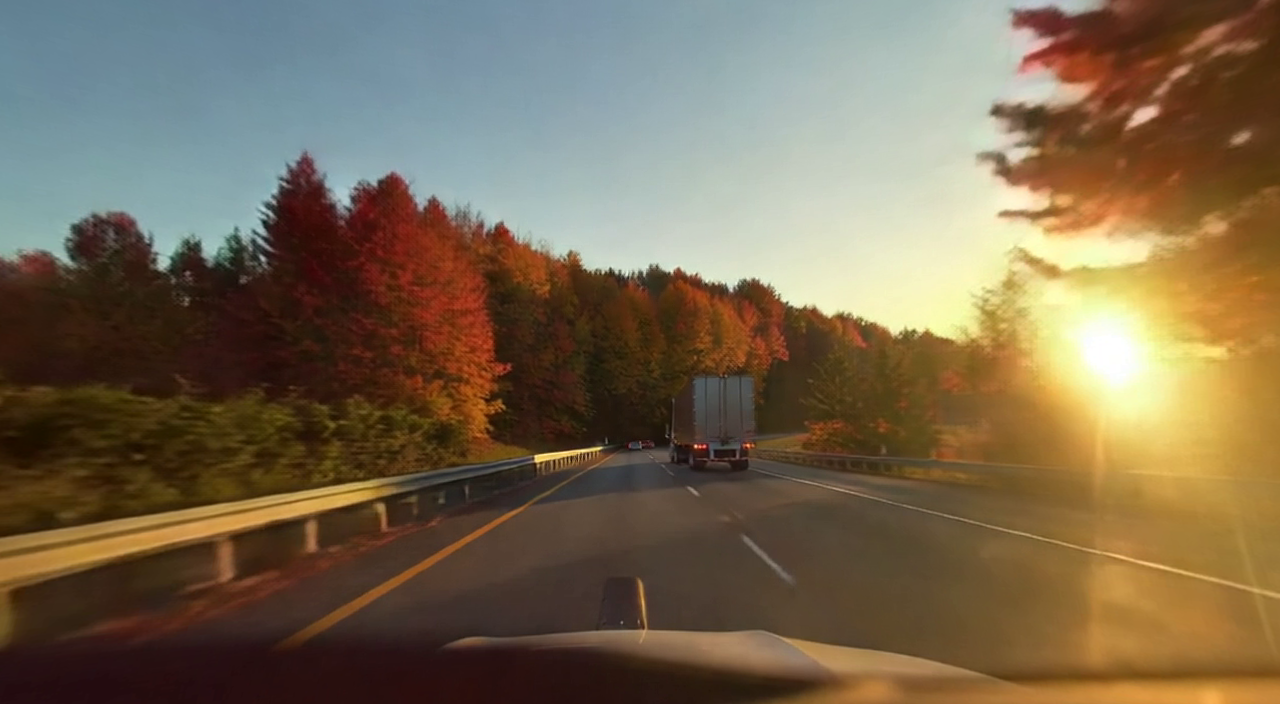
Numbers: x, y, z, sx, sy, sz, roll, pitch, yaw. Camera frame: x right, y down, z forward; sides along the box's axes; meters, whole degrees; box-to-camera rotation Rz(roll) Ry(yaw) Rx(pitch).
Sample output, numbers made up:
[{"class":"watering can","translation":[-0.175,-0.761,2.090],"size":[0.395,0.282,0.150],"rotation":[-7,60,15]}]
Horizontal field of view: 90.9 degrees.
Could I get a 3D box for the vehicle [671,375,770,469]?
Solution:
[{"class":"vehicle","translation":[3.879,4.084,34.813],"size":[3.357,4.101,14.659],"rotation":[0,-8,-1]}]
